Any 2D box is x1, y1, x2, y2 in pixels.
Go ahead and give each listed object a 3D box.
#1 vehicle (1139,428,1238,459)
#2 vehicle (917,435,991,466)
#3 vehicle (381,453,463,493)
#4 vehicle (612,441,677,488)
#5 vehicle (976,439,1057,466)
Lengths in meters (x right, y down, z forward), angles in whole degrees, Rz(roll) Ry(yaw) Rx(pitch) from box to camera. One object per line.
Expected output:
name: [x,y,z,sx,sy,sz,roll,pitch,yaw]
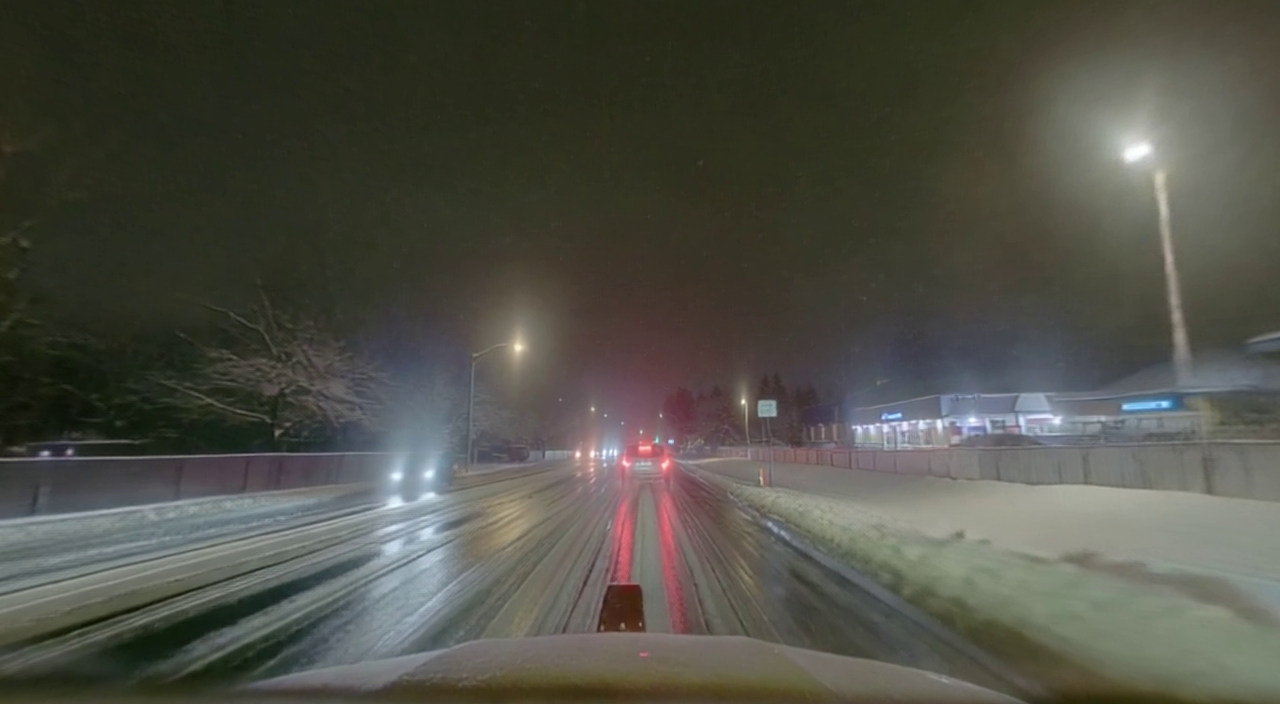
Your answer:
vehicle: [33.089,5.550,38.073,2.008,1.725,4.695,-1,-9,4]
vehicle: [18.939,5.965,38.127,2.039,1.705,4.666,0,-9,-1]
vehicle: [-9.330,5.185,27.302,1.956,1.527,4.365,0,-9,1]
vehicle: [0.142,4.011,22.757,2.144,1.514,4.063,0,-9,0]
vehicle: [21.850,5.833,36.648,1.934,1.457,4.134,0,-9,-4]
